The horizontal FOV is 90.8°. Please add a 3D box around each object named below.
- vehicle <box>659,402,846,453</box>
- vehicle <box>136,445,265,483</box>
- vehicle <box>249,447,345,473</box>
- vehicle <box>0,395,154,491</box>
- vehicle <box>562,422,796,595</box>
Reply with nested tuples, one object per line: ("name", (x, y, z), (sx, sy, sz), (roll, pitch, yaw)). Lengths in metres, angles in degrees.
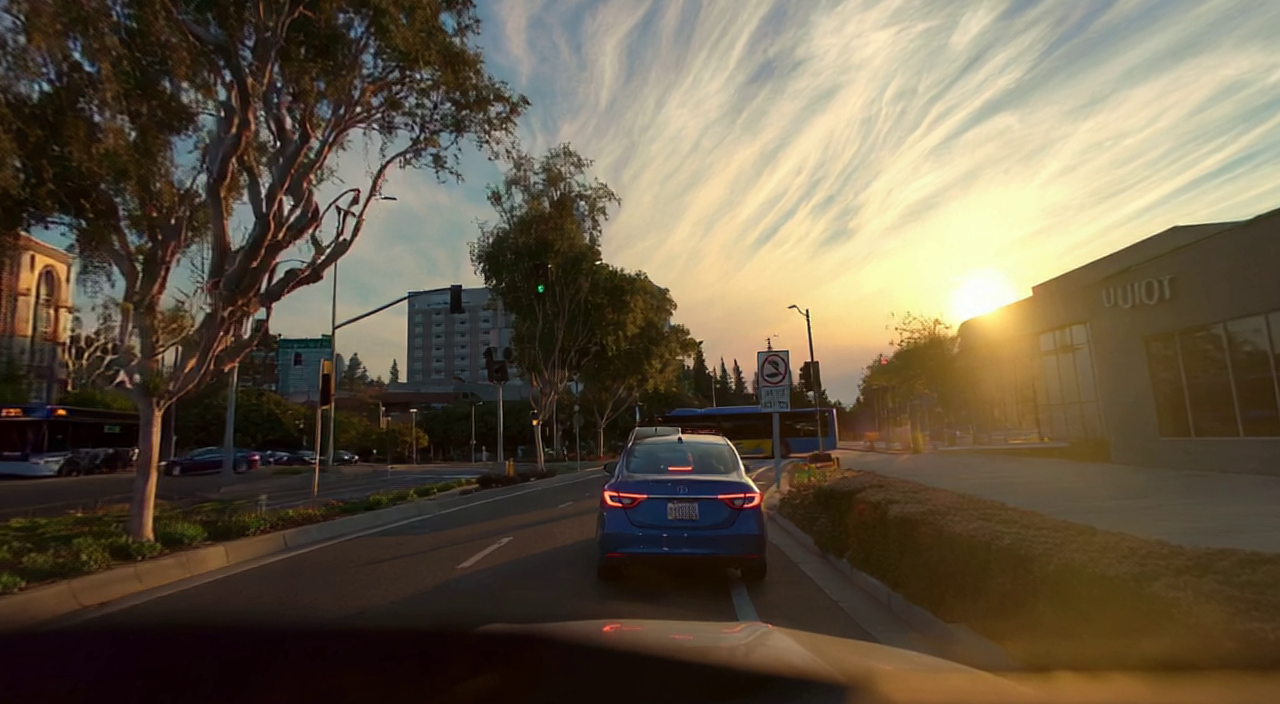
("vehicle", (8.513, 5.870, 48.857), (13.811, 3.706, 2.997), (0, -9, -3))
("vehicle", (-20.627, 5.220, 29.901), (1.892, 1.645, 4.561), (-4, -9, 25))
("vehicle", (-20.277, 6.380, 37.610), (1.883, 1.461, 4.830), (-4, -9, 23))
("vehicle", (-25.953, 3.646, 25.320), (2.692, 3.685, 10.153), (-3, -9, 20))
("vehicle", (0.373, 1.634, 7.395), (2.006, 1.470, 3.799), (0, -8, 1))
